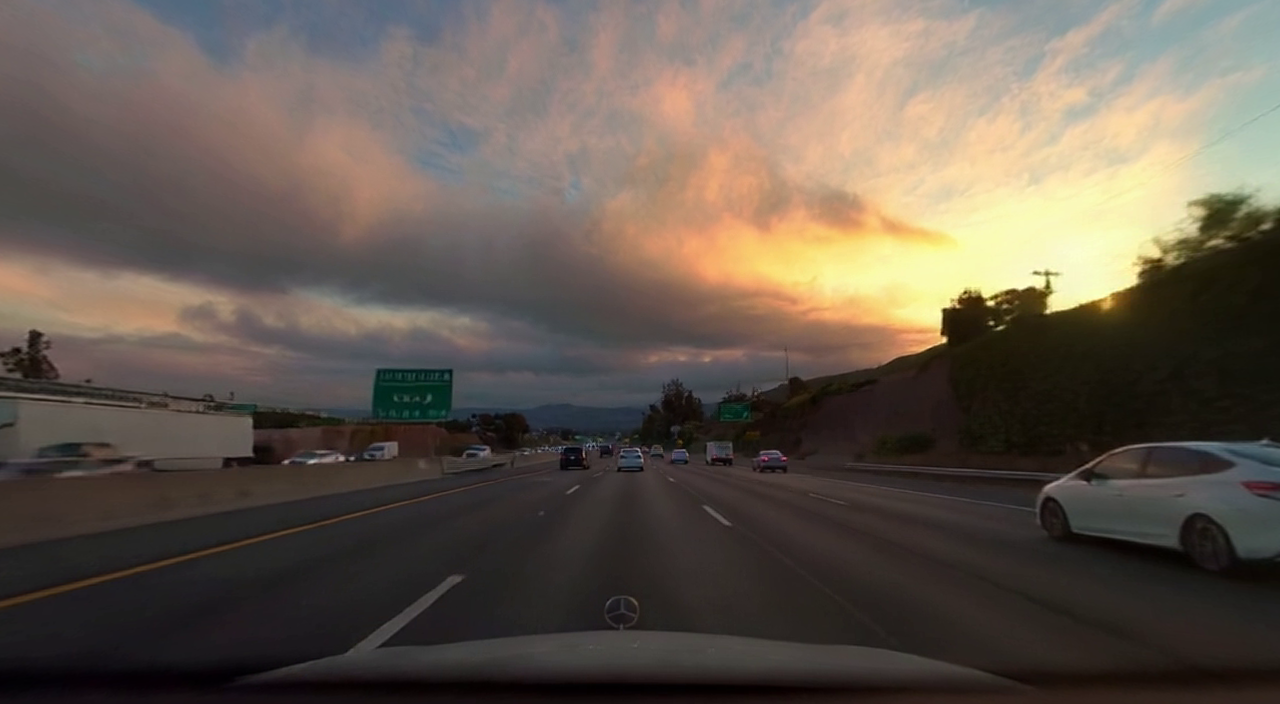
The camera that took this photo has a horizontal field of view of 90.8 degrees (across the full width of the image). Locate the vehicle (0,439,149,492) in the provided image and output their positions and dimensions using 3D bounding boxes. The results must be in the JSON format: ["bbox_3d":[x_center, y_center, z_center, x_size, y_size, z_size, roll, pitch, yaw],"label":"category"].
[{"bbox_3d":[-17.881,3.539,20.000,1.687,1.511,3.610,0,-9,0],"label":"vehicle"}]

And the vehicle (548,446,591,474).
[{"bbox_3d":[-4.307,6.663,39.354,2.126,1.631,4.643,0,-9,1],"label":"vehicle"}]

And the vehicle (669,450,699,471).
[{"bbox_3d":[3.074,7.662,44.712,1.816,1.353,3.809,0,-9,-1],"label":"vehicle"}]

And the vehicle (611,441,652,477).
[{"bbox_3d":[-0.405,5.609,33.356,2.002,1.759,4.658,0,-9,0],"label":"vehicle"}]

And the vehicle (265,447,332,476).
[{"bbox_3d":[-17.892,5.740,33.240,1.591,1.409,3.326,0,-9,0],"label":"vehicle"}]

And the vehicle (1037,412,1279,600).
[{"bbox_3d":[6.700,1.570,6.903,1.944,1.666,4.184,0,-9,0],"label":"vehicle"}]

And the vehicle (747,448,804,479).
[{"bbox_3d":[6.810,5.632,32.196,1.879,1.428,4.402,0,-9,-1],"label":"vehicle"}]
